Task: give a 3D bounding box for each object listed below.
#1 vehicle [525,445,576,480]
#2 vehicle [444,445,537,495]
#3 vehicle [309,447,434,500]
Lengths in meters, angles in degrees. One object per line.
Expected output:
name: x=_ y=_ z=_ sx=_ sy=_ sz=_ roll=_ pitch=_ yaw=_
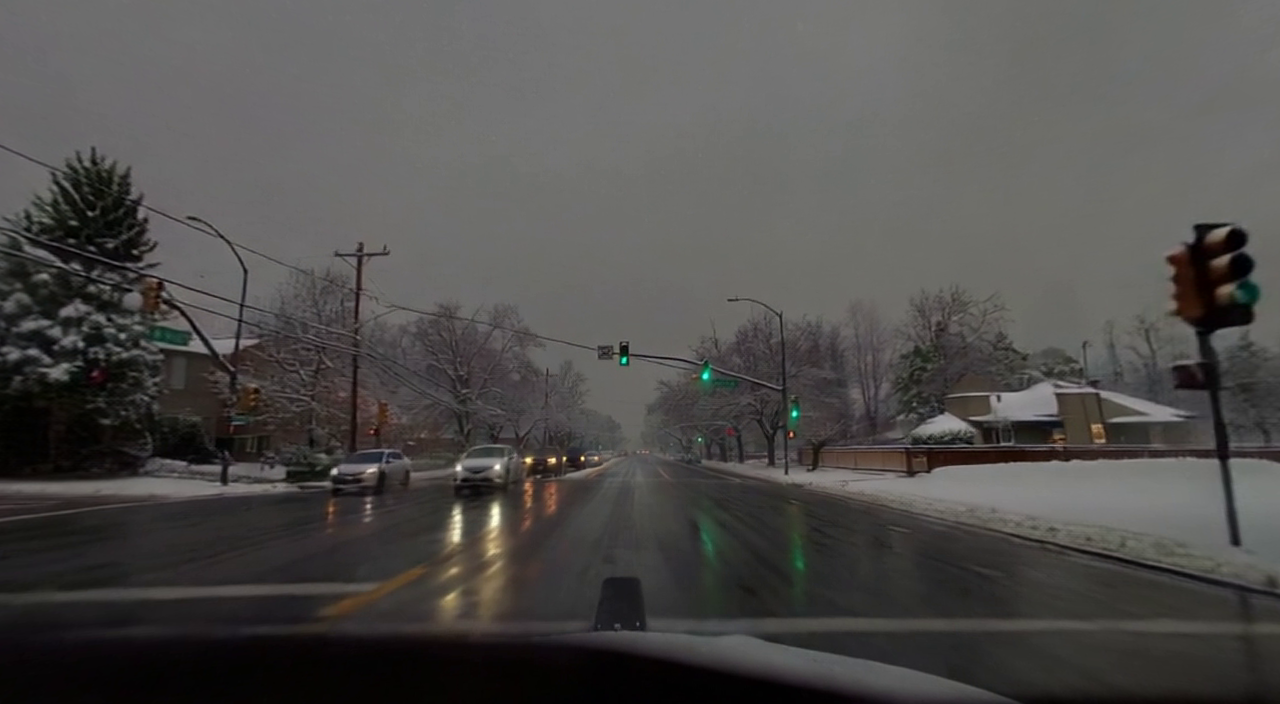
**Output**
vehicle: x=-4.544 y=5.668 z=32.710 sx=1.999 sy=1.652 sz=3.962 roll=0 pitch=-8 yaw=1
vehicle: x=-4.744 y=3.783 z=20.748 sx=2.003 sy=1.462 sz=4.220 roll=0 pitch=-8 yaw=0
vehicle: x=-8.391 y=3.800 z=20.262 sx=1.985 sy=1.475 sz=4.383 roll=0 pitch=-8 yaw=1
